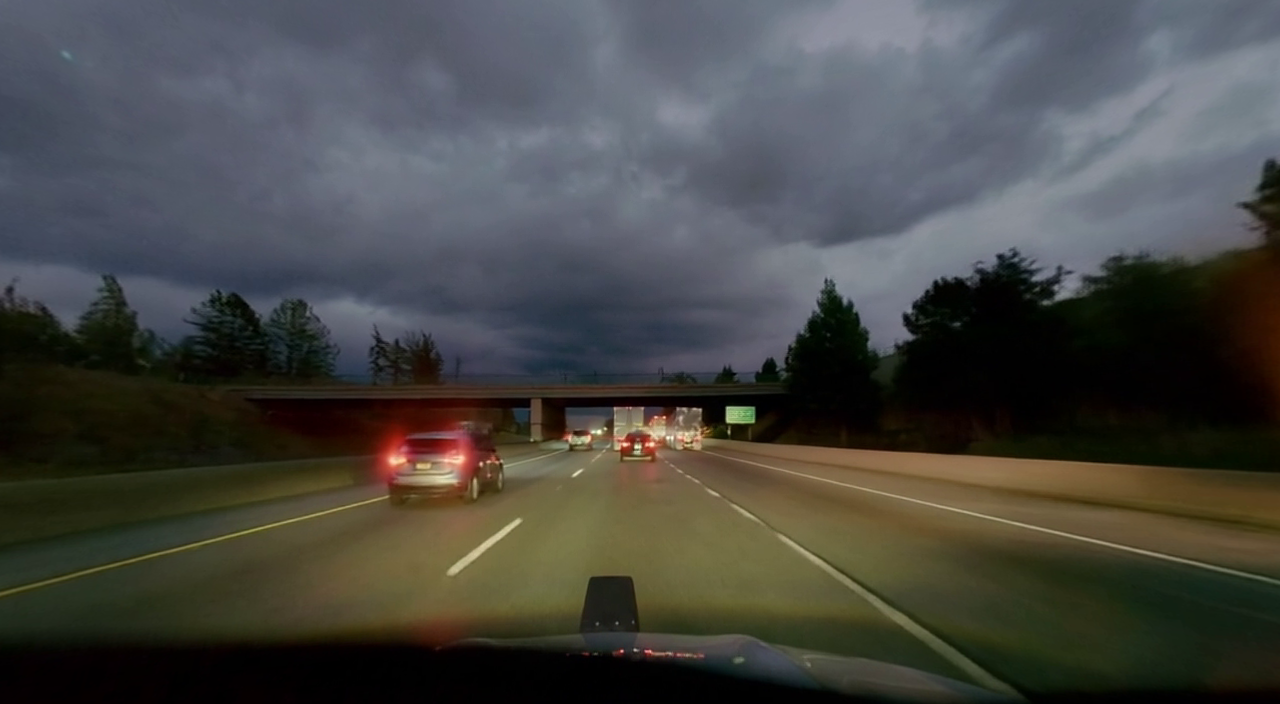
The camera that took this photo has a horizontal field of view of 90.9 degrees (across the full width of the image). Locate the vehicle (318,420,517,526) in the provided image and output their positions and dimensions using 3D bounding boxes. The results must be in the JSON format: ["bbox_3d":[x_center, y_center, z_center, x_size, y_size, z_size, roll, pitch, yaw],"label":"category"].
[{"bbox_3d":[-3.714,2.093,11.623,1.979,1.527,4.754,0,-8,0],"label":"vehicle"}]

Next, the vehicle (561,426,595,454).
[{"bbox_3d":[-4.573,6.564,47.203,2.013,1.961,4.692,0,-8,0],"label":"vehicle"}]

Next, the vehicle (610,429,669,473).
[{"bbox_3d":[-0.057,3.693,23.722,2.059,1.522,3.693,0,-8,-1],"label":"vehicle"}]
